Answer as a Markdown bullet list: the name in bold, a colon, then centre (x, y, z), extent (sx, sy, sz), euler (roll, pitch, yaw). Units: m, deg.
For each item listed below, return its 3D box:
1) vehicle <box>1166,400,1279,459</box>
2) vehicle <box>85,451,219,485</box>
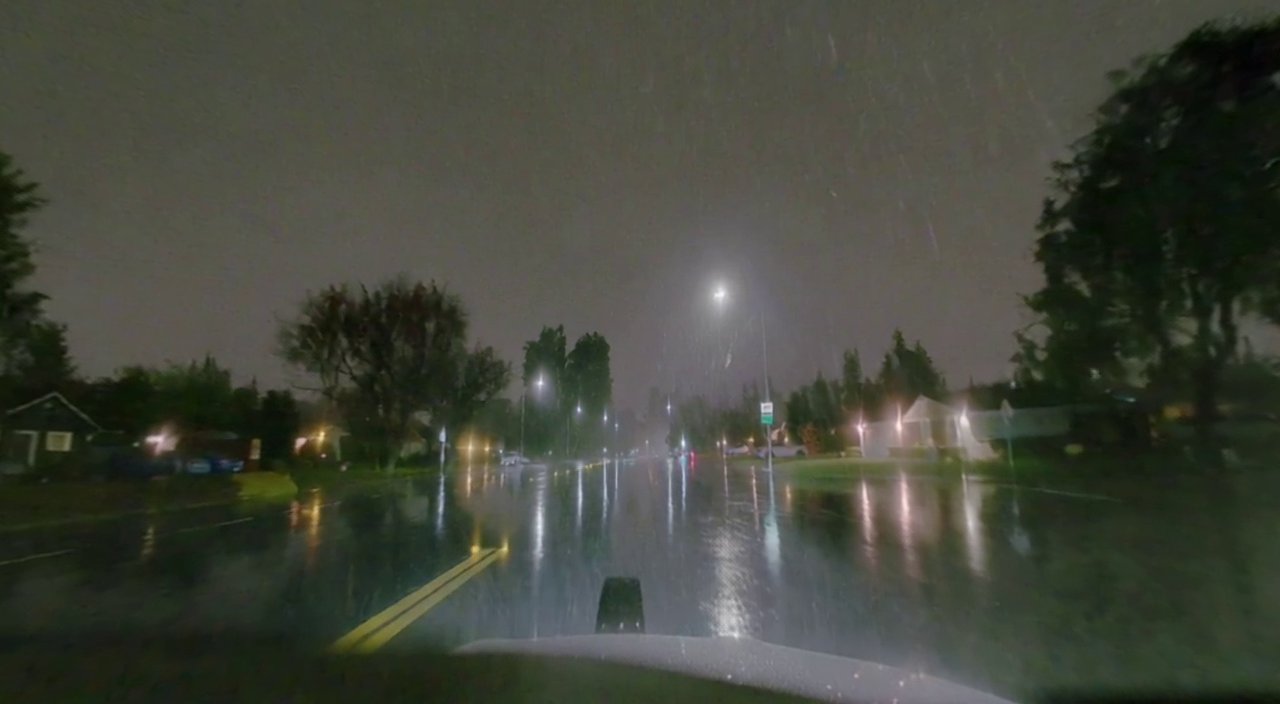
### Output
- **vehicle**: centre (26.484, 3.334, 26.994), extent (5.595, 2.365, 2.241), euler (-1, -8, 7)
- **vehicle**: centre (-22.880, 5.437, 29.740), extent (4.486, 1.509, 2.189), euler (0, -8, 1)
